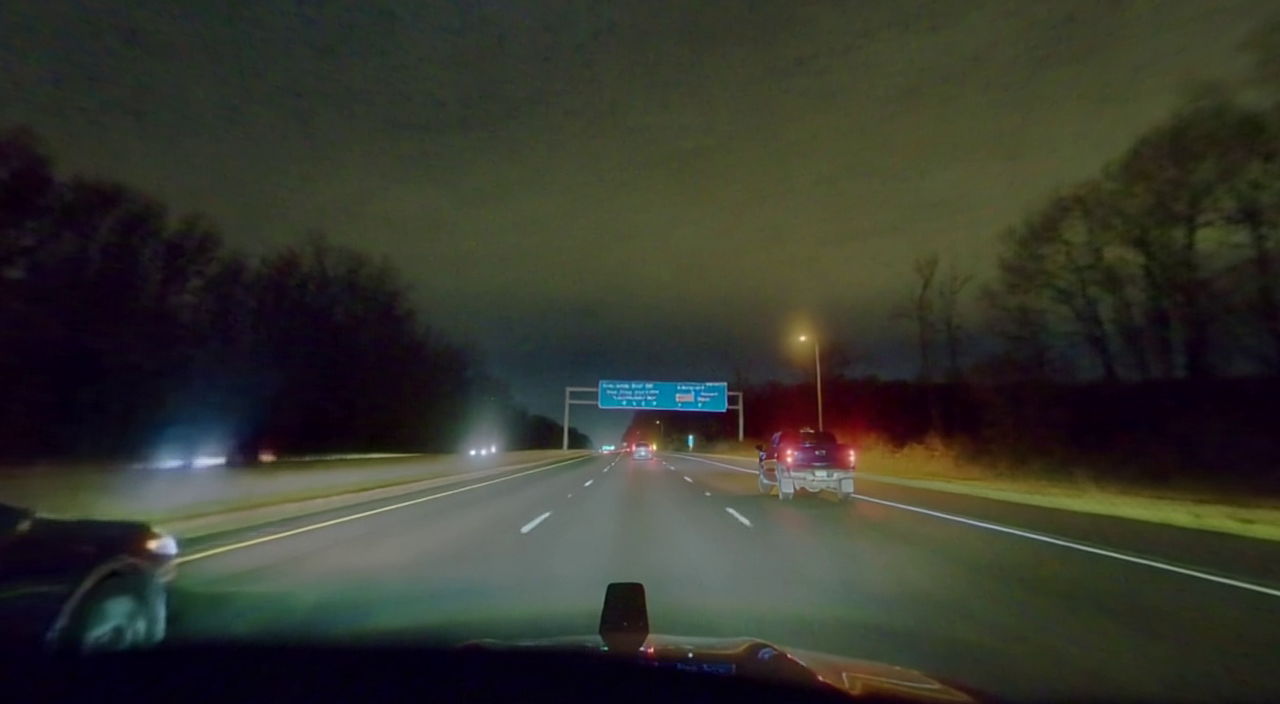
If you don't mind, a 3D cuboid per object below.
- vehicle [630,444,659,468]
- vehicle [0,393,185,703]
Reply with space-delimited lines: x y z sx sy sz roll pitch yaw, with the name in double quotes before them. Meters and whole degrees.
"vehicle" 0.273 6.888 41.830 1.859 1.478 3.799 0 -9 0
"vehicle" -3.553 0.725 1.161 2.012 1.500 4.452 0 -8 1
